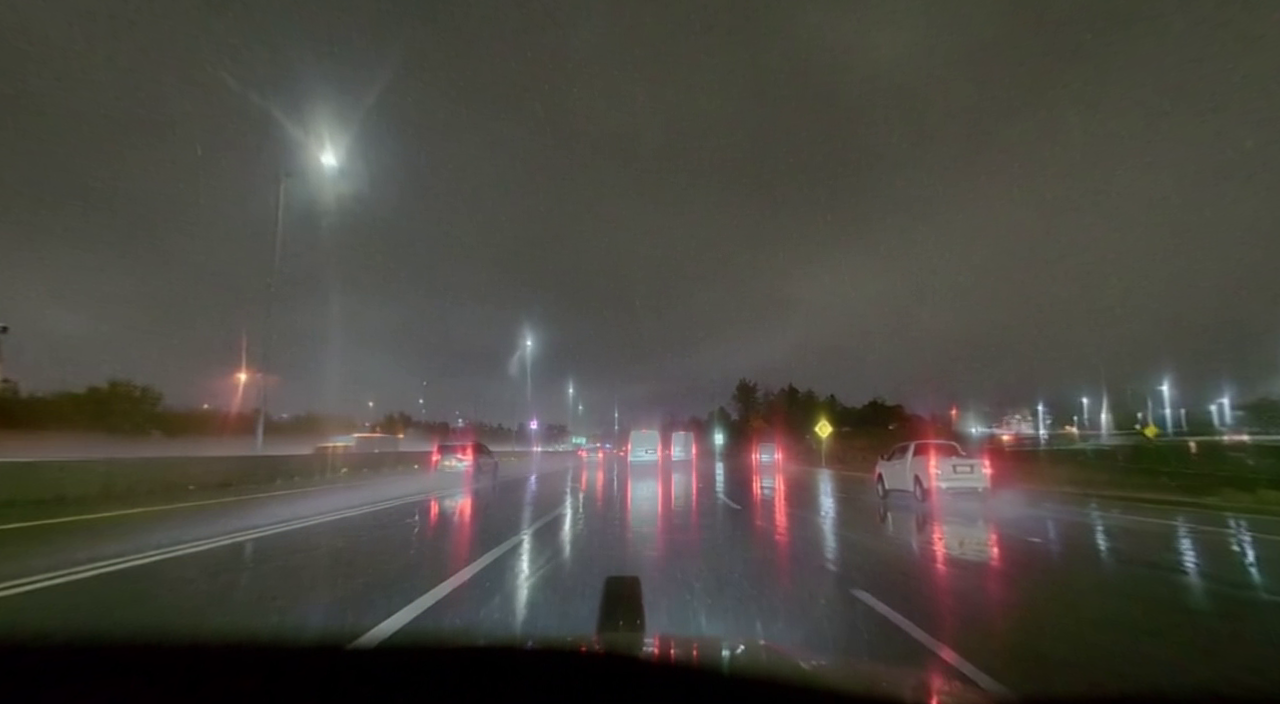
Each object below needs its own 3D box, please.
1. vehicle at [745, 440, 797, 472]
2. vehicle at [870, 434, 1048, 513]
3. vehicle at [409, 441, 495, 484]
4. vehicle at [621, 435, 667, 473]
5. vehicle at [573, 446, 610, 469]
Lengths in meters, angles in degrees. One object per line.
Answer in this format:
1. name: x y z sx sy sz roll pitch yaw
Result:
1. vehicle: 7.968 6.389 38.798 2.147 1.808 5.243 0 -9 0
2. vehicle: 7.658 2.939 15.768 2.146 1.678 4.489 0 -9 1
3. vehicle: -7.632 4.512 26.072 2.108 1.619 4.548 0 -9 1
4. vehicle: 0.210 5.937 36.898 2.509 2.062 4.639 0 -9 0
5. vehicle: -3.466 7.614 45.775 2.173 1.542 4.781 0 -9 1
